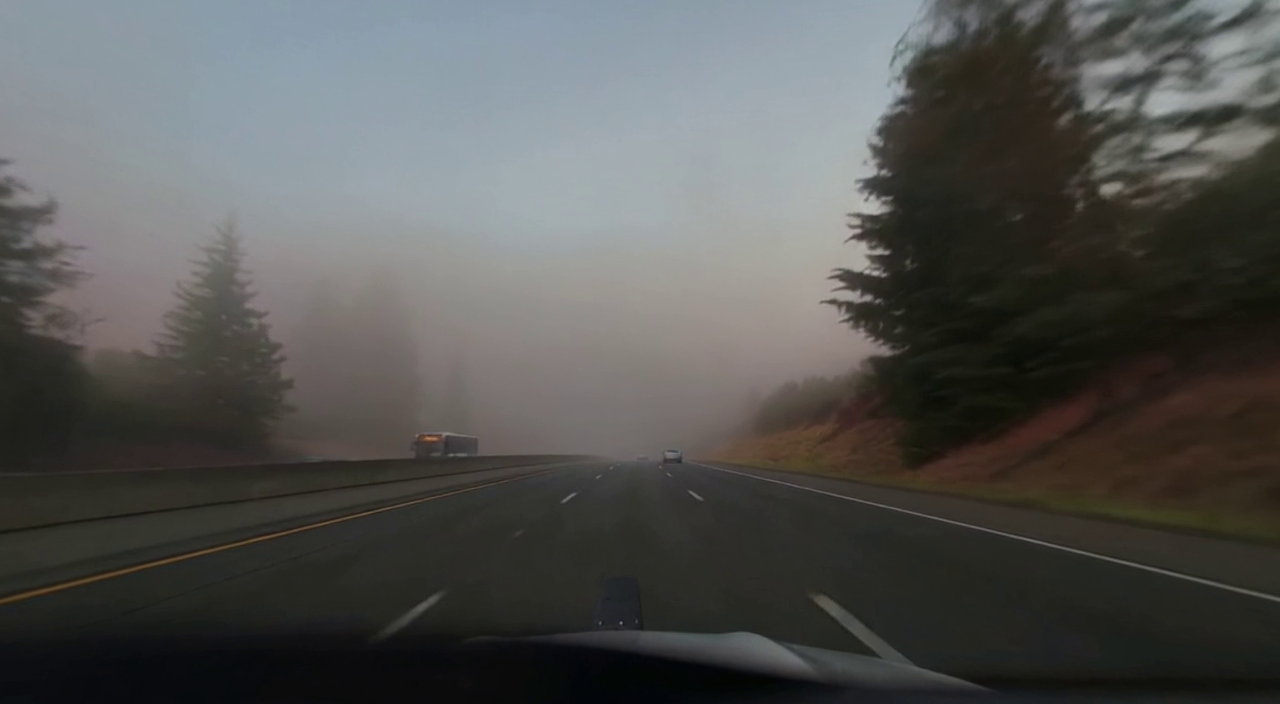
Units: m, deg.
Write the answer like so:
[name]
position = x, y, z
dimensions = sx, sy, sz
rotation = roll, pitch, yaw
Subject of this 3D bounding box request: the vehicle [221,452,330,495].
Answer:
[vehicle]
position = -13.159, 4.370, 23.033
dimensions = 1.778, 1.407, 3.668
rotation = 0, -9, 0
